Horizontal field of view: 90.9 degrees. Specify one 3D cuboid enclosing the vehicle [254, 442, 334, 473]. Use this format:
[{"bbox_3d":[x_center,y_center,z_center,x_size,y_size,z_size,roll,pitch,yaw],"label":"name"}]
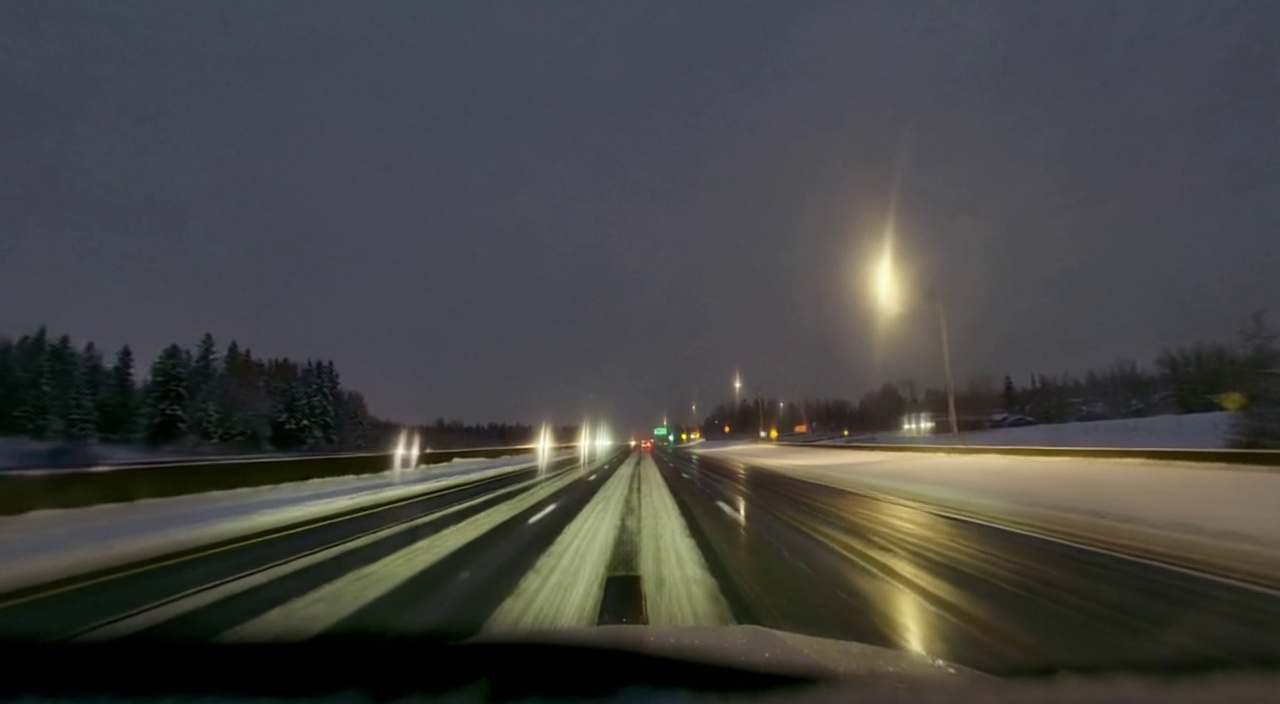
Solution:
[{"bbox_3d":[-19.635,5.983,36.018,1.936,1.604,4.556,0,-8,0],"label":"vehicle"}]
